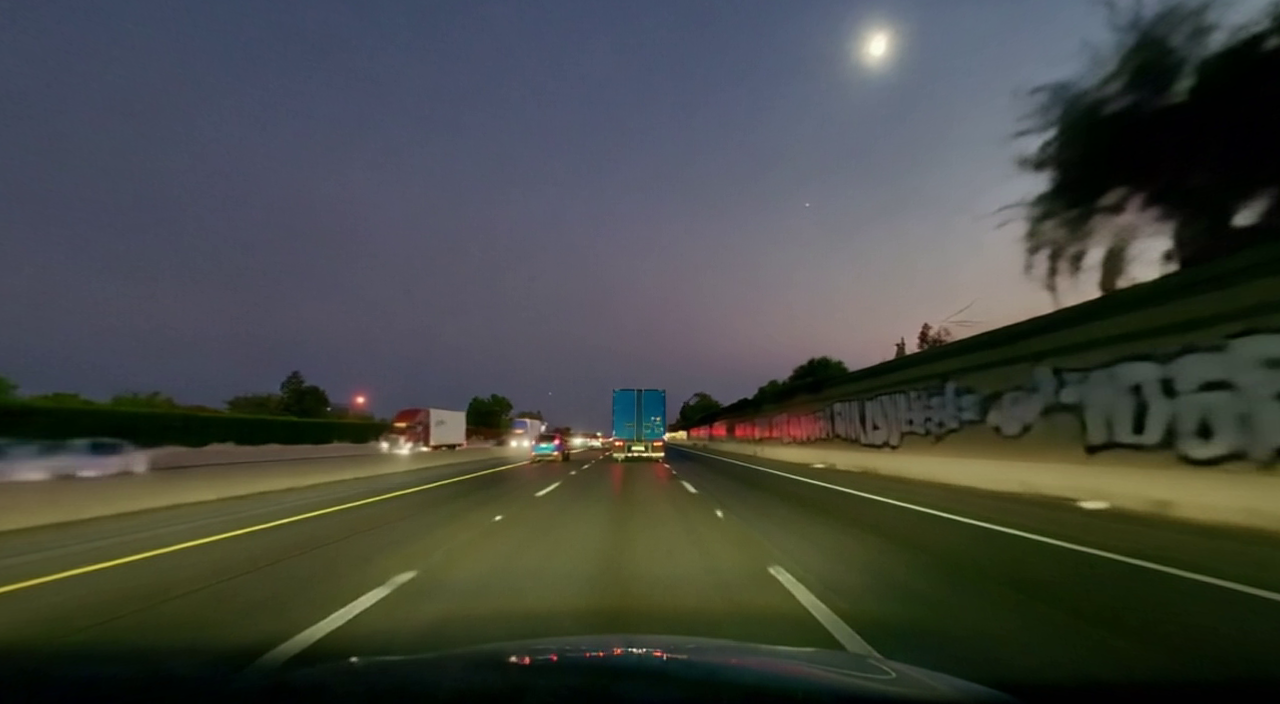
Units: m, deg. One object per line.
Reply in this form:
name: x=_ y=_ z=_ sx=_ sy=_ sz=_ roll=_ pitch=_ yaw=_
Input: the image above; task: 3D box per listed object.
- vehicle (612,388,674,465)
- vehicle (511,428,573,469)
vehicle: x=0.047 y=4.173 z=34.792 sx=2.927 sy=3.649 sz=9.443 roll=0 pitch=-8 yaw=-1
vehicle: x=-4.217 y=4.224 z=27.816 sx=2.058 sy=1.645 sz=4.130 roll=0 pitch=-8 yaw=0
